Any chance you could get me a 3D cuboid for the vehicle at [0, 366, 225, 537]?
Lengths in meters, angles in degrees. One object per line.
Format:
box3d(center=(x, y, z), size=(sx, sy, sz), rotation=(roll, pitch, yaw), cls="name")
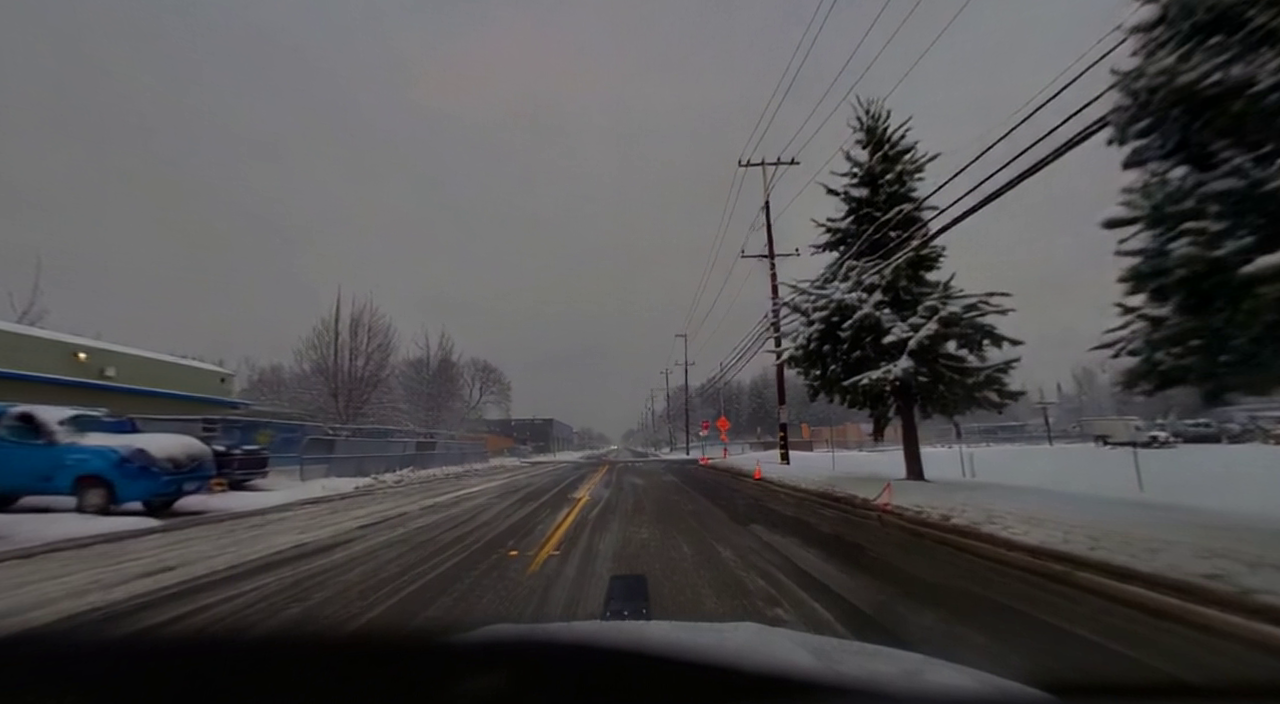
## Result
box3d(center=(-13.107, 1.999, 12.861), size=(6.887, 3.069, 3.065), rotation=(0, -9, -4), cls="vehicle")
